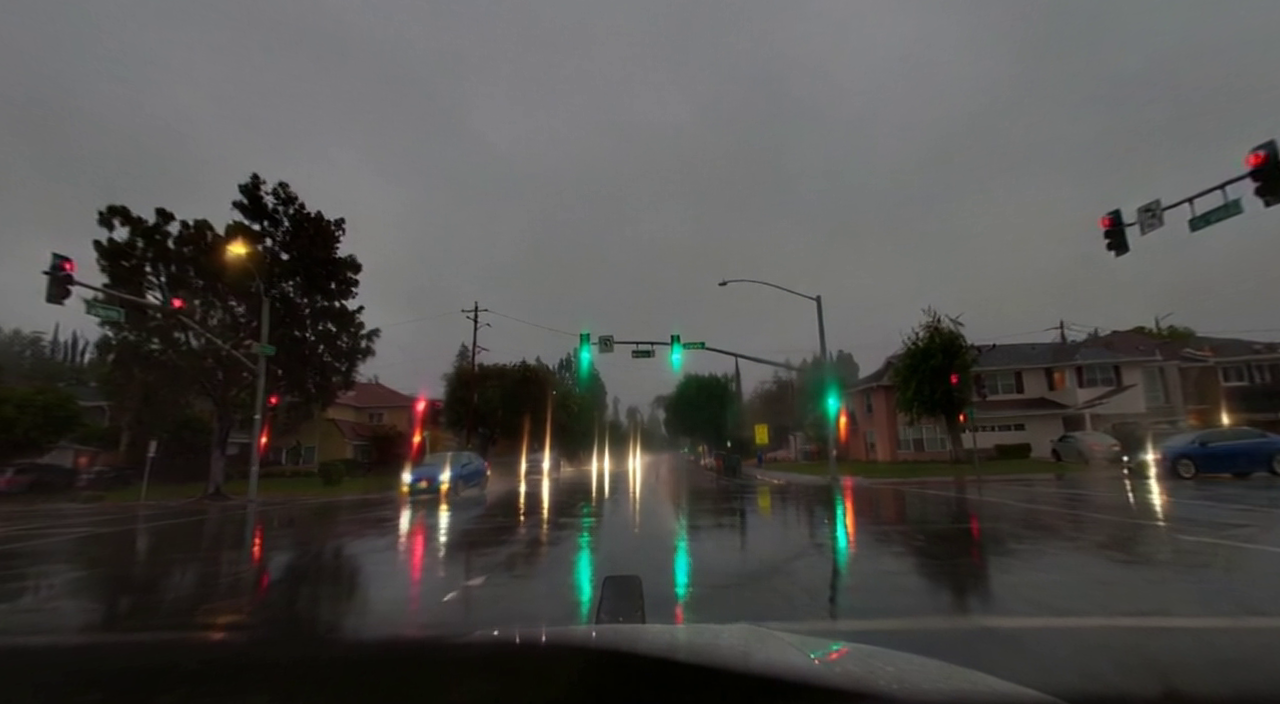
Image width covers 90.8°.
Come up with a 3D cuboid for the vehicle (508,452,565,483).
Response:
[{"bbox_3d":[-6.038,6.800,37.487,2.270,1.605,4.958,-1,-8,3],"label":"vehicle"}]

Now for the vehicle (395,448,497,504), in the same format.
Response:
[{"bbox_3d":[-6.494,4.166,21.695,1.982,1.686,4.195,-1,-8,3],"label":"vehicle"}]

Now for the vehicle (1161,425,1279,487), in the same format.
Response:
[{"bbox_3d":[16.926,2.743,16.781,4.345,1.517,1.913,0,-8,2],"label":"vehicle"}]

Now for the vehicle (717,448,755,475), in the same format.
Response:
[{"bbox_3d":[6.156,7.072,40.932,1.891,1.611,4.269,0,-8,1],"label":"vehicle"}]

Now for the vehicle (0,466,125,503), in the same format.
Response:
[{"bbox_3d":[-30.145,6.847,32.962,2.106,1.586,5.009,-1,-8,5],"label":"vehicle"}]

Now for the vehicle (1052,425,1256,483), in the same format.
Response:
[{"bbox_3d":[15.990,3.201,19.893,4.452,1.711,2.186,0,-8,1],"label":"vehicle"}]
